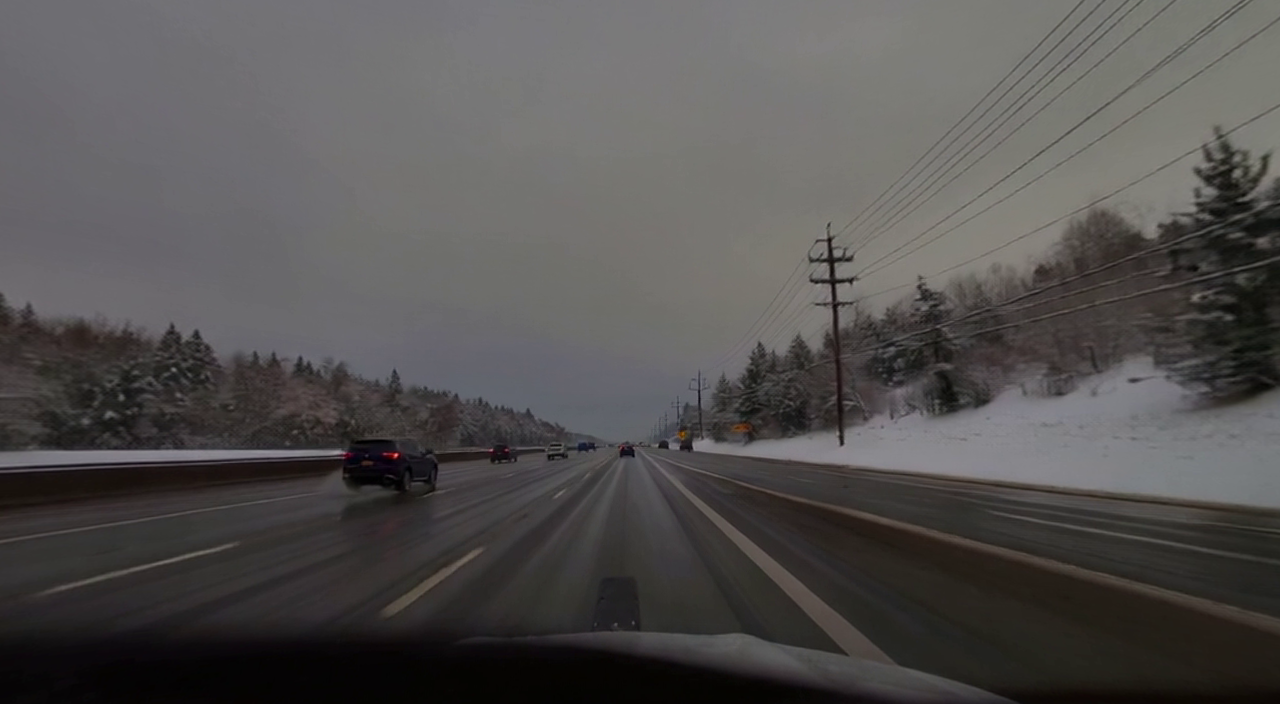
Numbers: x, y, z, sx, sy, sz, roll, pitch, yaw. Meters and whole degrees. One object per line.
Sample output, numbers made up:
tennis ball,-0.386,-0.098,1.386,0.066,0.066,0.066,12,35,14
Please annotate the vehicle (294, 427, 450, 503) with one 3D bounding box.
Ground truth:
vehicle,-7.205,3.101,17.797,2.115,1.799,5.444,0,-9,-1
